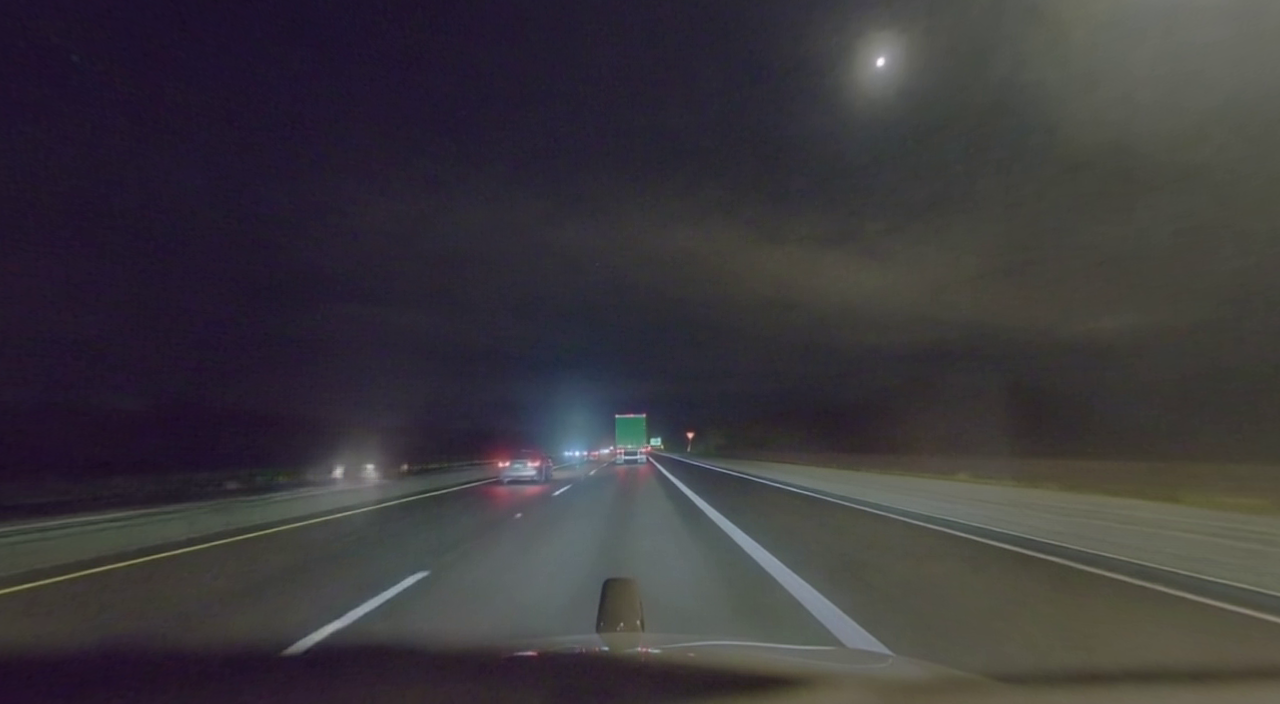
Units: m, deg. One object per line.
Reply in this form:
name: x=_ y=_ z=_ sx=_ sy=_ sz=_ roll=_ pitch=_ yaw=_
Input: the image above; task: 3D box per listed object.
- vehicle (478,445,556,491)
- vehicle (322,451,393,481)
vehicle: x=-4.342 y=4.146 z=22.961 sx=1.978 sy=1.507 sz=4.062 roll=0 pitch=-9 yaw=1
vehicle: x=-14.880 y=6.001 z=33.494 sx=1.828 sy=1.446 sz=4.161 roll=0 pitch=-9 yaw=0
